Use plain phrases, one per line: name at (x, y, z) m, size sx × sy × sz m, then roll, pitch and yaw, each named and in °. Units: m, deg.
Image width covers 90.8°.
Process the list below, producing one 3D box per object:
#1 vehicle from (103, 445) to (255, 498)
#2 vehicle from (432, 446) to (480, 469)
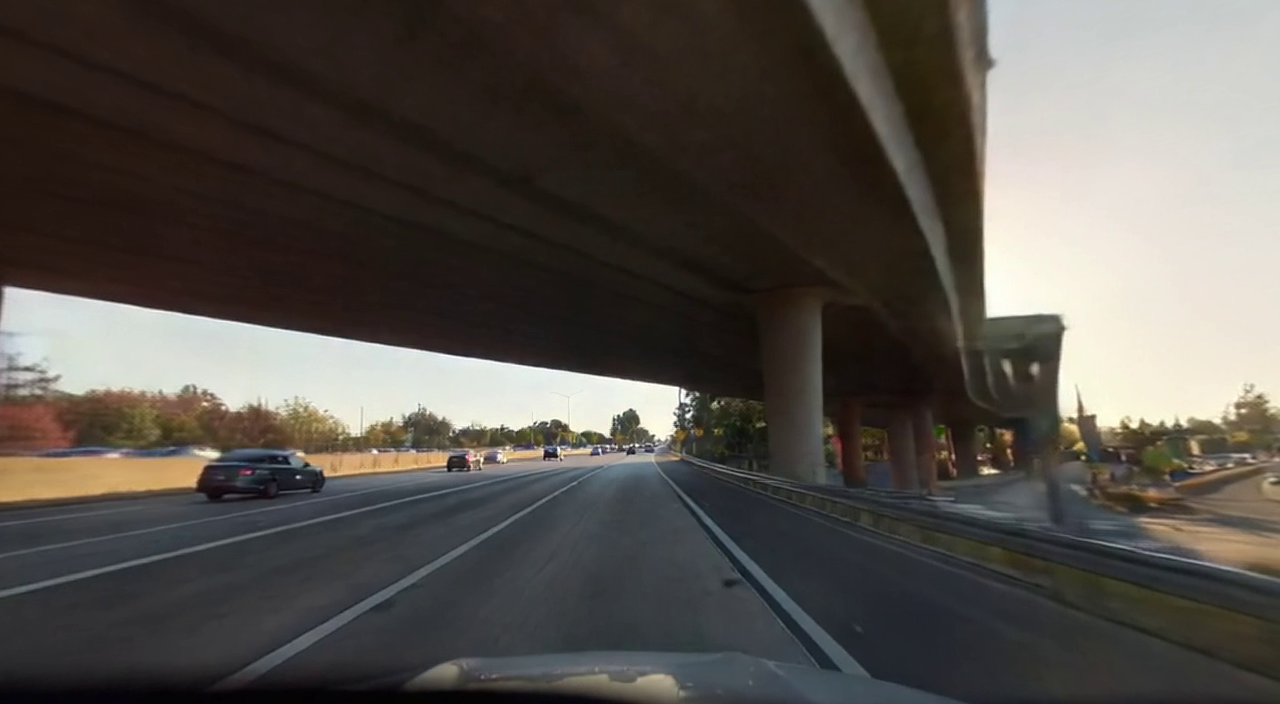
vehicle at (-14.862, 3.845, 20.758) m, size 1.829 × 1.520 × 4.505 m, roll 0°, pitch -9°, yaw -4°
vehicle at (-12.830, 7.372, 44.371) m, size 2.271 × 1.537 × 4.029 m, roll 0°, pitch -9°, yaw -2°
